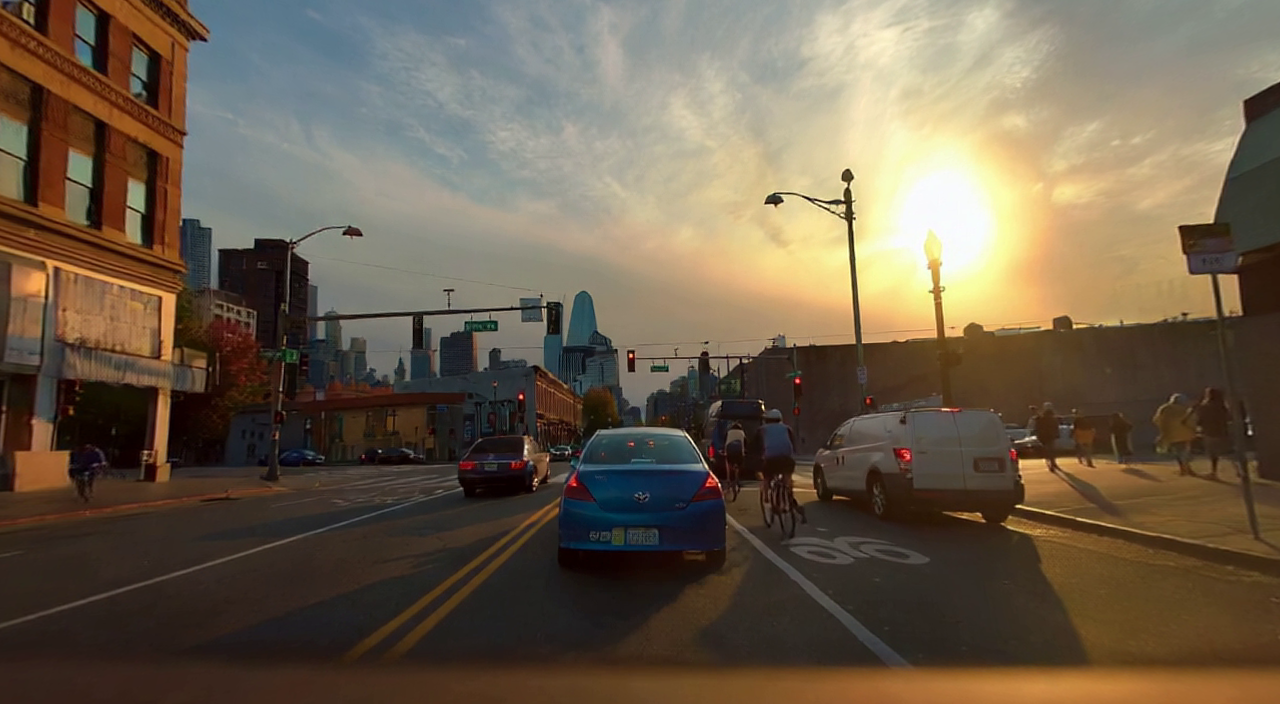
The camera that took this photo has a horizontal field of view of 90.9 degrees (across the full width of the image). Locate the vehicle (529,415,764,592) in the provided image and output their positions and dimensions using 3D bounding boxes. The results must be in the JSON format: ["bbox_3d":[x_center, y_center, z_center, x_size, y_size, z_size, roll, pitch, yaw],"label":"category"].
[{"bbox_3d":[0.032,1.657,7.711,2.091,1.557,4.000,0,-9,-1],"label":"vehicle"}]

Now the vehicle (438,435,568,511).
[{"bbox_3d":[-2.943,2.712,14.634,2.039,1.452,4.489,0,-9,0],"label":"vehicle"}]

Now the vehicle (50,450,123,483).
[{"bbox_3d":[-31.816,6.558,36.375,2.264,1.722,4.721,5,-10,-31],"label":"vehicle"}]

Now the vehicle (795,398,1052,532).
[{"bbox_3d":[4.513,1.916,11.138,2.142,1.829,4.767,0,-9,-2],"label":"vehicle"}]
